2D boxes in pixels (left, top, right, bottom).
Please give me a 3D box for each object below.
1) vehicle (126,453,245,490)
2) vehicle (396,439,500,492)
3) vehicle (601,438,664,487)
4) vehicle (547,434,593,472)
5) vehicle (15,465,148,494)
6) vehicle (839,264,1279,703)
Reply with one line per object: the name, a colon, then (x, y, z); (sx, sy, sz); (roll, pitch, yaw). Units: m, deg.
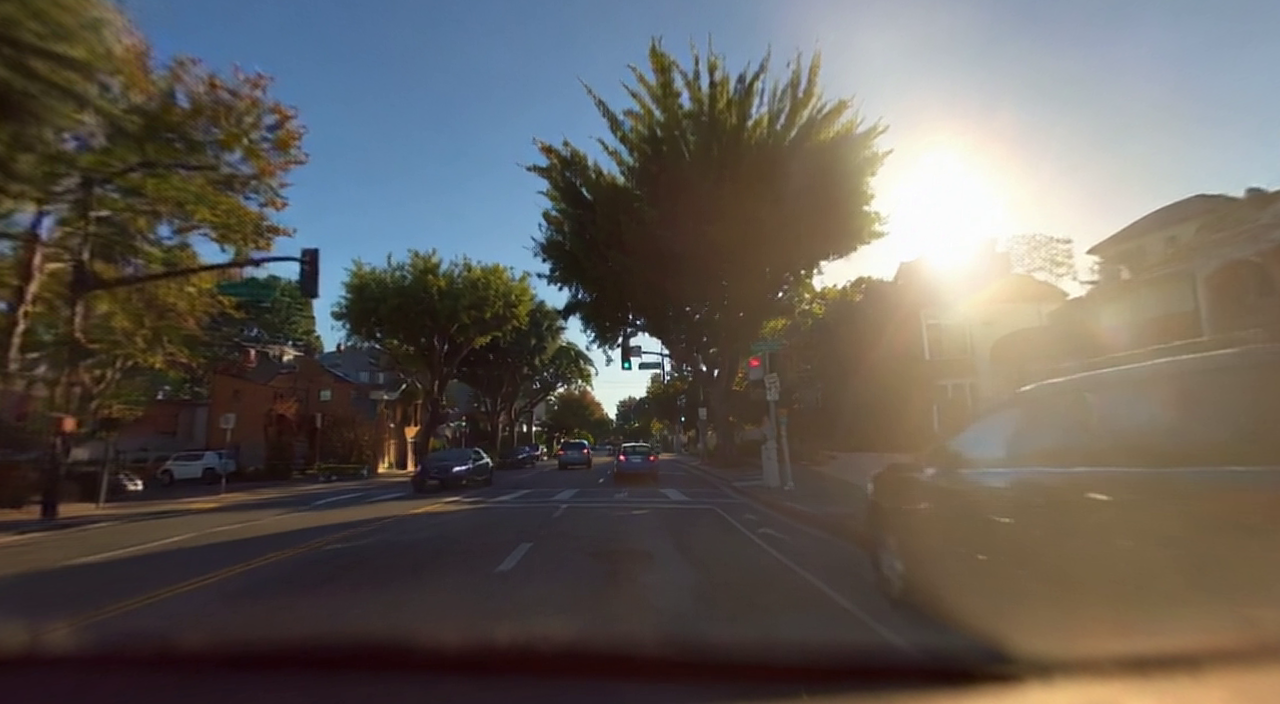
vehicle: (-23.219, 6.105, 32.262); (4.537, 1.755, 1.933); (0, -9, -1)
vehicle: (-6.422, 3.831, 21.721); (2.048, 1.601, 5.047); (0, -9, -1)
vehicle: (-0.301, 3.786, 21.940); (1.998, 1.518, 4.015); (0, -8, -2)
vehicle: (-3.564, 5.261, 32.795); (1.983, 1.841, 4.013); (0, -9, -1)
vehicle: (-28.372, 6.482, 32.104); (4.841, 1.447, 1.930); (0, -10, -2)
vehicle: (2.799, 0.836, 2.952); (2.066, 1.796, 4.719); (0, -9, -2)
